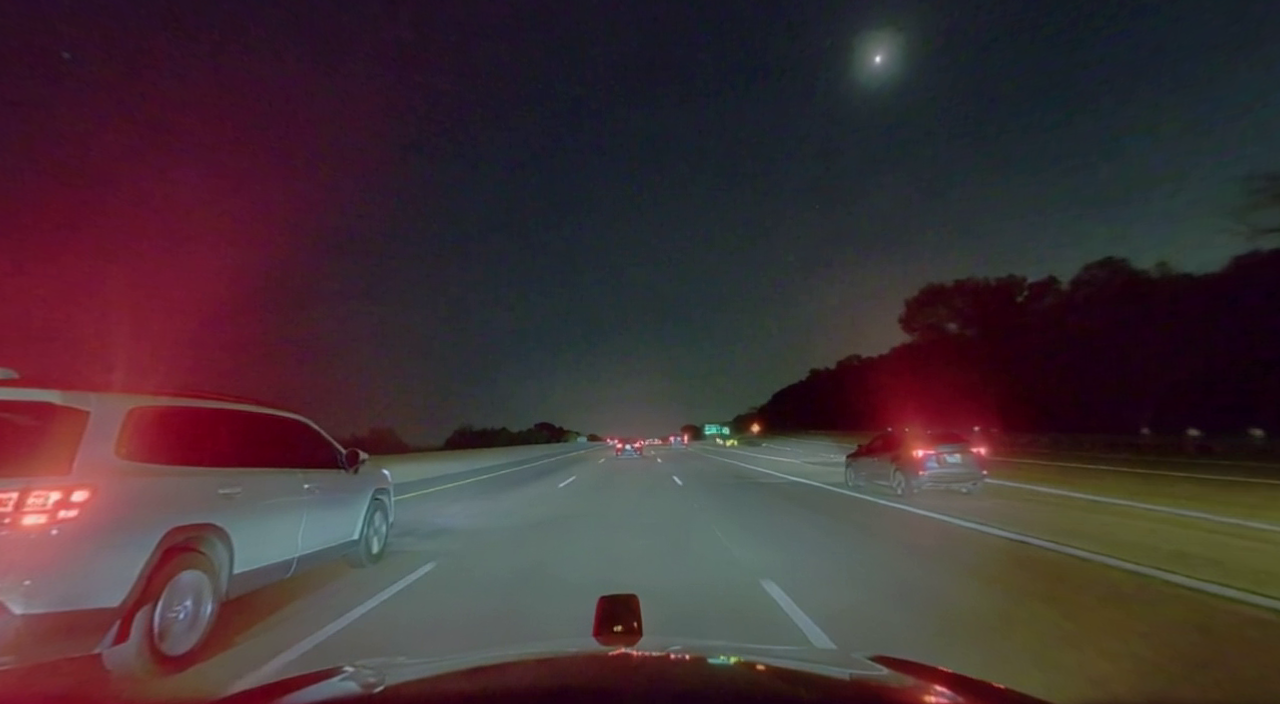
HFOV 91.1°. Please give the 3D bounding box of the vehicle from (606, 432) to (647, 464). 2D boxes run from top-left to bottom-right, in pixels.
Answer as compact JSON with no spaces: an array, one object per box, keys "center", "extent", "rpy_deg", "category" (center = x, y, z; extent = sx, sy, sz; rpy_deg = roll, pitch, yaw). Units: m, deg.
[{"center":[-0.713,5.124,33.899],"extent":[2.039,1.589,4.324],"rpy_deg":[0,-8,-1],"category":"vehicle"}]
